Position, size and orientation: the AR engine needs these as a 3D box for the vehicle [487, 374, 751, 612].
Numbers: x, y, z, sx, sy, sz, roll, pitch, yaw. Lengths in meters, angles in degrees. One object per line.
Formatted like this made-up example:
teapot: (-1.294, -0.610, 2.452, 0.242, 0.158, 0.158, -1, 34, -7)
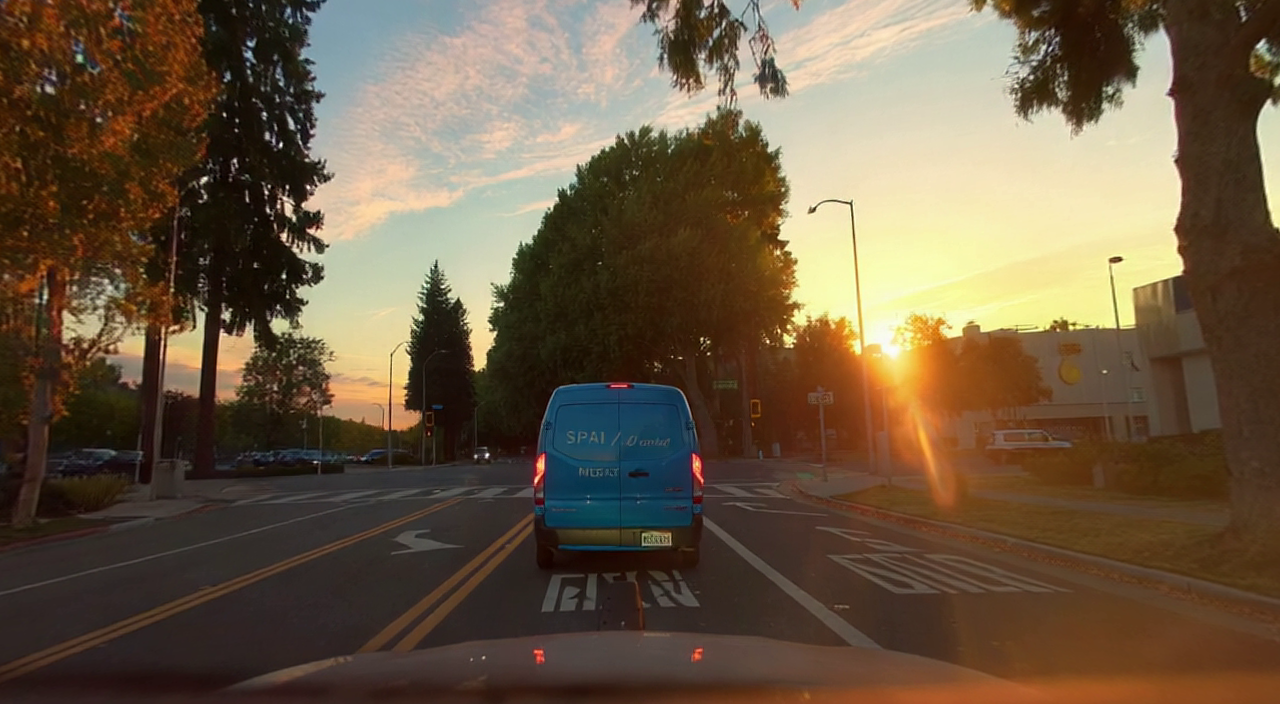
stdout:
vehicle: (-0.295, 1.465, 7.293, 2.181, 1.949, 3.932, 1, -9, -4)
